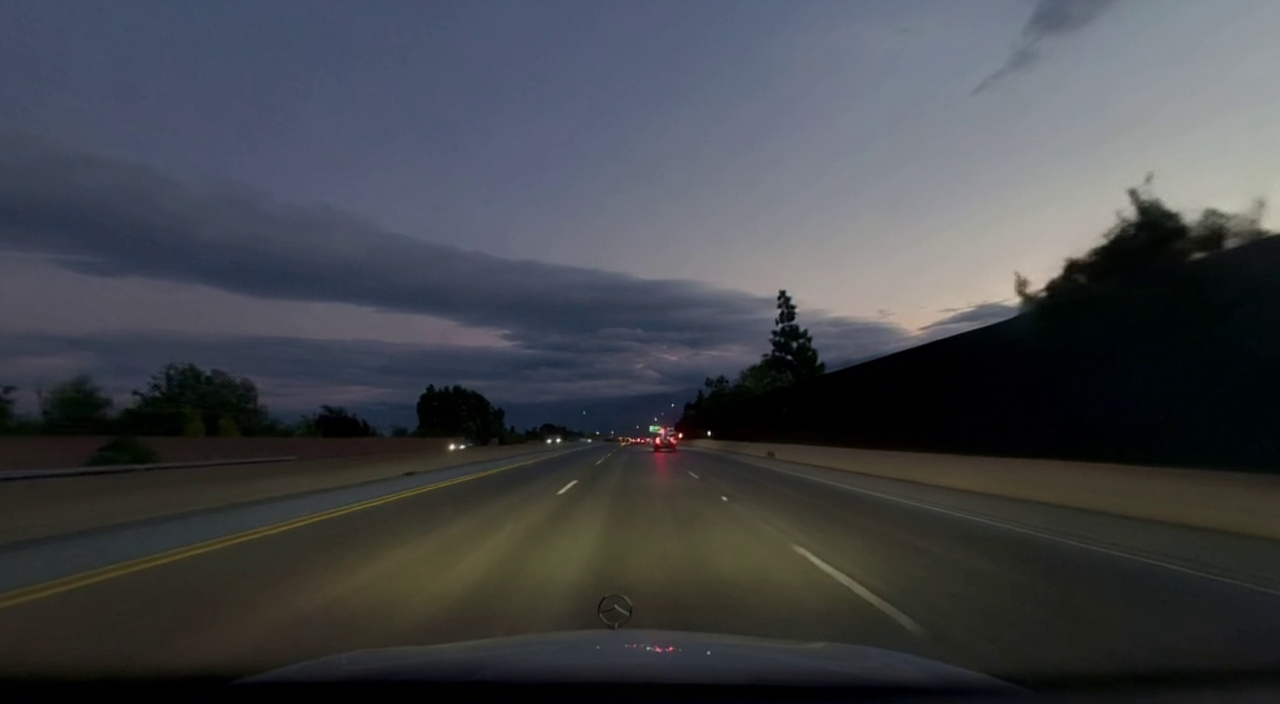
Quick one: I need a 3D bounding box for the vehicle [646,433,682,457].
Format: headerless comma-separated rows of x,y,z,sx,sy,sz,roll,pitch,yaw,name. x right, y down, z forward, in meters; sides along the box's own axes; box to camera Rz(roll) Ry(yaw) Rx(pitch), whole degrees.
1.471,5.871,39.934,1.911,1.449,3.776,0,-8,-3,vehicle
